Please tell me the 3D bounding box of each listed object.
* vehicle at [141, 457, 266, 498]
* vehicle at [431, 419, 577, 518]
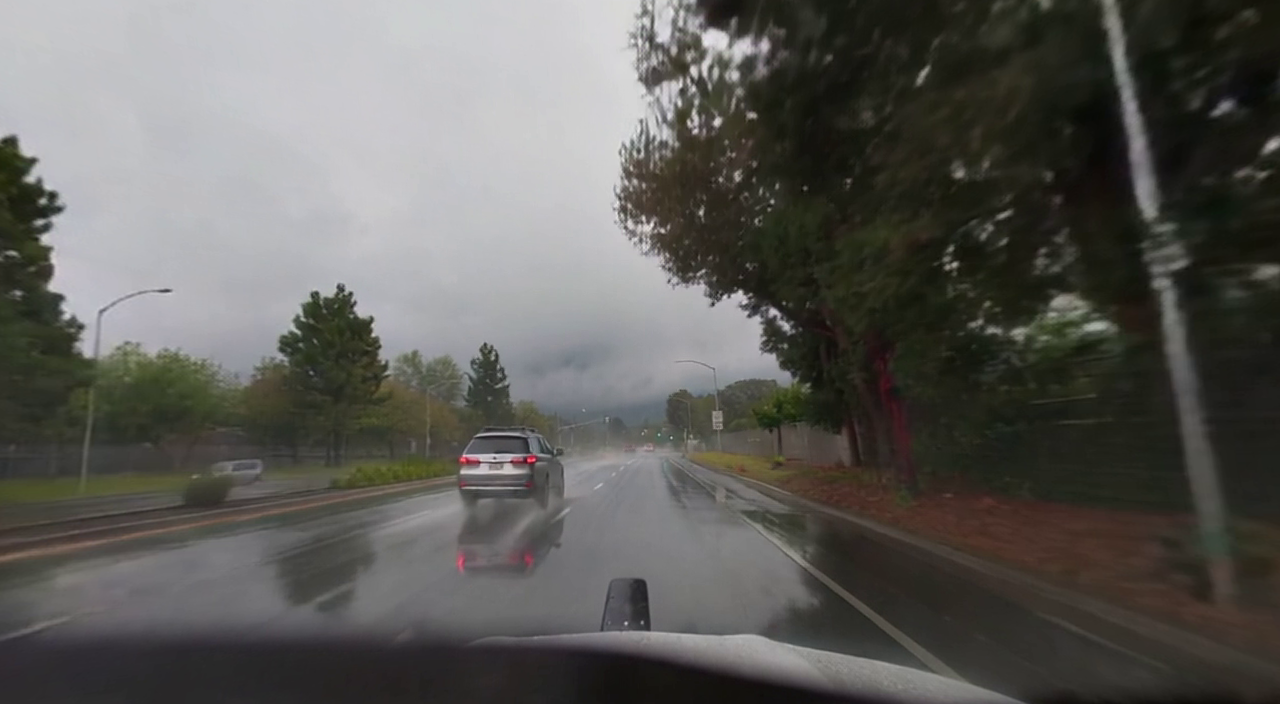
[{"bbox_3d":[-18.776,5.395,27.456,1.978,1.541,4.664,0,-9,2],"label":"vehicle"},{"bbox_3d":[-2.837,2.575,14.486,2.160,1.855,4.695,0,-8,2],"label":"vehicle"}]
